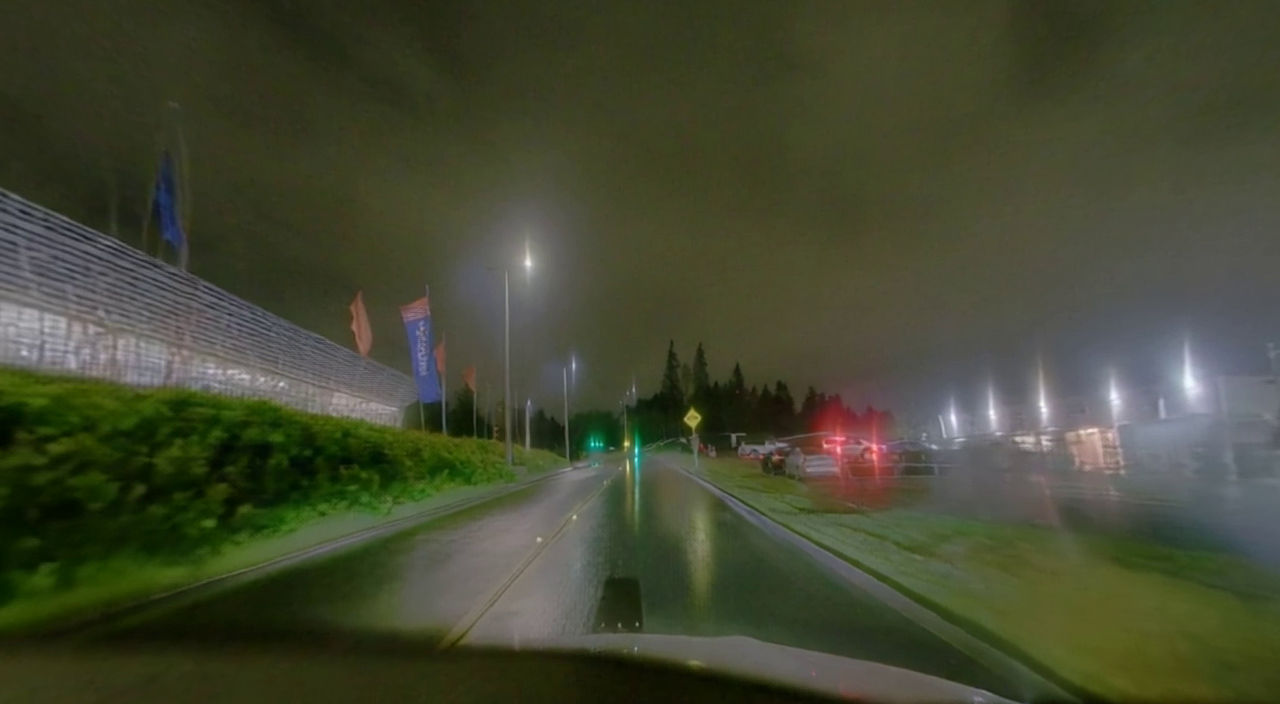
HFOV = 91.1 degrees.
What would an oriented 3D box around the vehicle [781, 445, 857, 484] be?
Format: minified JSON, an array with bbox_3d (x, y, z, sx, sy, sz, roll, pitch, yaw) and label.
[{"bbox_3d":[7.476,4.732,26.743,1.909,1.496,4.079,0,-9,-2],"label":"vehicle"}]

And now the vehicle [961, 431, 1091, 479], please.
[{"bbox_3d":[14.695,3.968,24.301,1.947,1.657,4.314,0,-9,-6],"label":"vehicle"}]

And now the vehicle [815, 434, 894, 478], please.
[{"bbox_3d":[10.154,4.974,30.213,2.113,1.945,4.546,0,-9,-1],"label":"vehicle"}]
